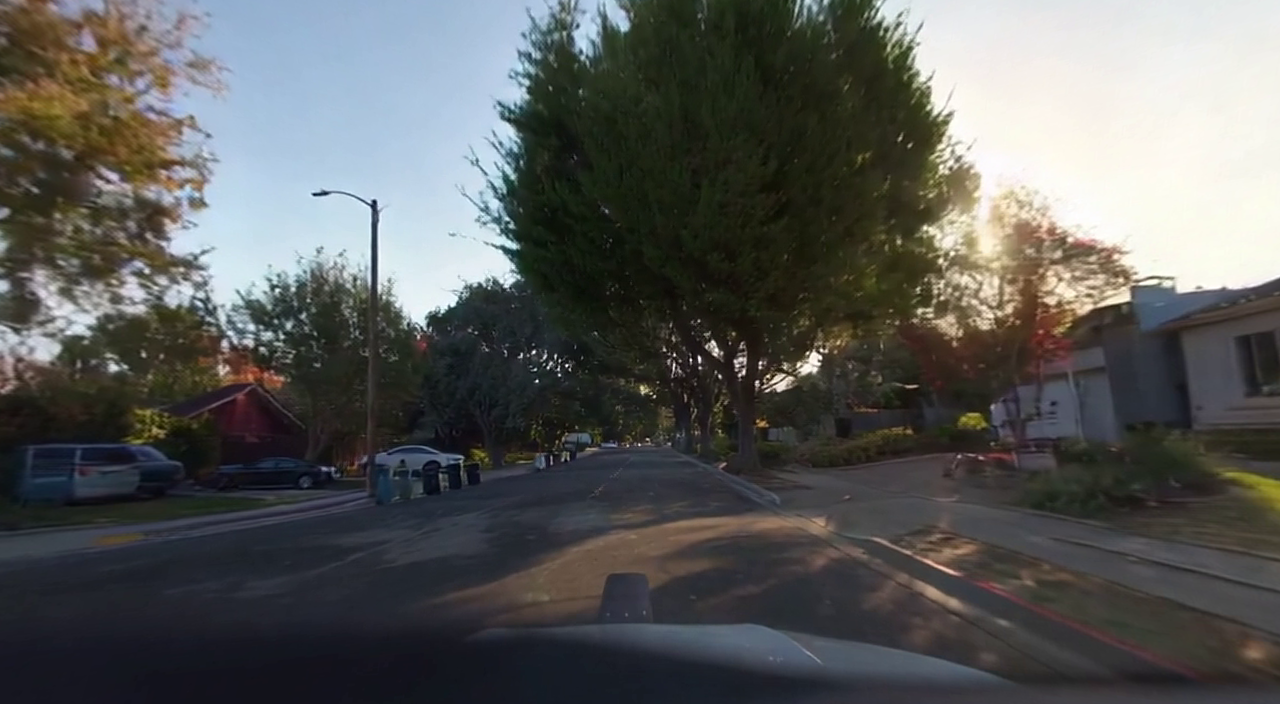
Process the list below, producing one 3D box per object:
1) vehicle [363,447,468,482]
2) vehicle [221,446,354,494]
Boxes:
[{"bbox_3d":[-10.258,5.092,28.826,4.293,1.484,1.981,3,-9,-23],"label":"vehicle"},{"bbox_3d":[-15.752,5.265,28.252,4.903,1.566,2.215,-7,-8,9],"label":"vehicle"}]
